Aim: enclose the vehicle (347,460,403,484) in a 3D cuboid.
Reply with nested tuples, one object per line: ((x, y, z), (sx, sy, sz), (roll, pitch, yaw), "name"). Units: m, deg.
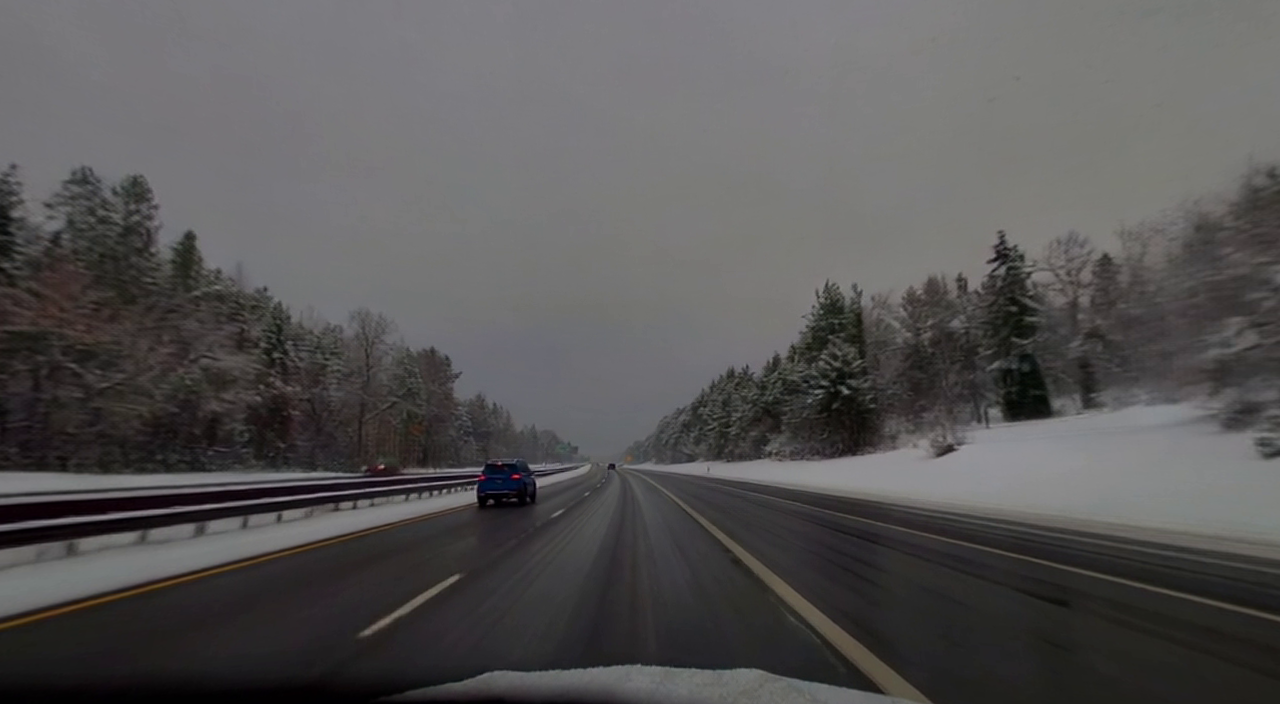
((-16.709, 7.579, 39.925), (1.795, 1.428, 4.090), (1, -10, 0), "vehicle")

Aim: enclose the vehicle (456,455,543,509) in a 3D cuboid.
((-4.548, 4.288, 20.974), (2.025, 1.584, 3.657), (1, -10, 0), "vehicle")
